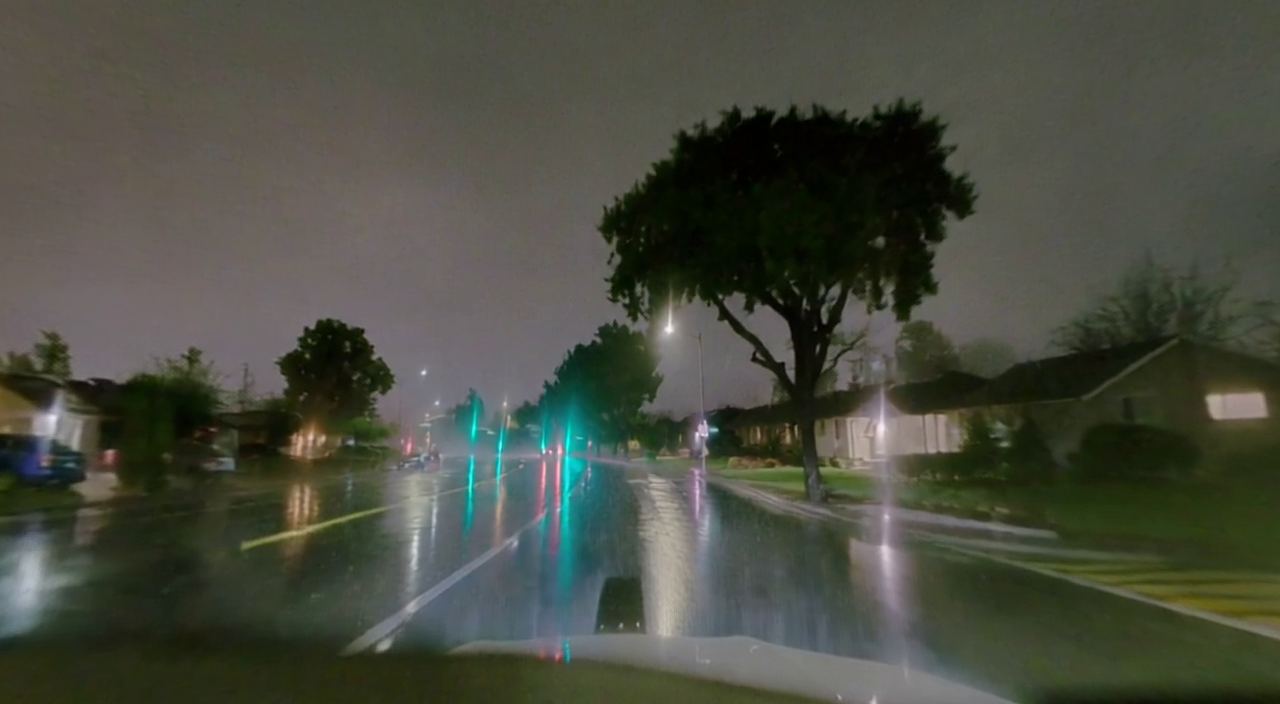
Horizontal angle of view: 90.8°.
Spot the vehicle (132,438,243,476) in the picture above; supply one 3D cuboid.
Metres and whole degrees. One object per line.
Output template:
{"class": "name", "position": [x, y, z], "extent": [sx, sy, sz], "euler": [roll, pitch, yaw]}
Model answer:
{"class": "vehicle", "position": [-21.958, 5.095, 30.788], "extent": [3.832, 1.683, 1.877], "euler": [2, -9, -7]}
